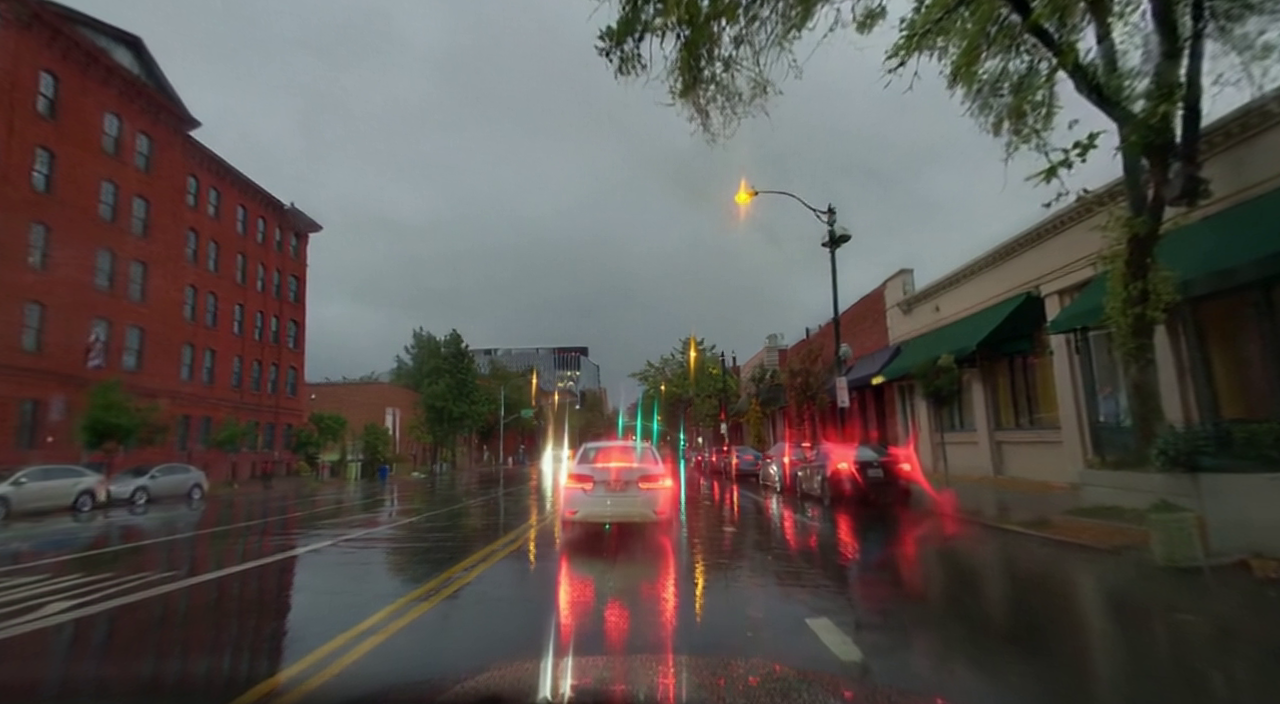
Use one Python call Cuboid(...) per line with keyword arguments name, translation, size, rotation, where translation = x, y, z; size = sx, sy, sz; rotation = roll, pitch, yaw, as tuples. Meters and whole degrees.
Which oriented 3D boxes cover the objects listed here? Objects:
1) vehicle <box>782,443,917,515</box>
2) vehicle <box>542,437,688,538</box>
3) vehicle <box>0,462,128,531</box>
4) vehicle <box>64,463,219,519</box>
Cuboid(name="vehicle", translation=(4.918, 3.012, 15.455), size=(1.832, 1.491, 4.054), rotation=(1, -9, -1))
Cuboid(name="vehicle", translation=(-0.383, 2.399, 11.754), size=(2.230, 1.518, 4.113), rotation=(0, -9, 0))
Cuboid(name="vehicle", translation=(-17.613, 4.068, 18.054), size=(1.909, 1.658, 4.559), rotation=(0, -9, 1))
Cuboid(name="vehicle", translation=(-18.013, 5.002, 23.110), size=(2.011, 1.727, 4.449), rotation=(1, -9, 0))
